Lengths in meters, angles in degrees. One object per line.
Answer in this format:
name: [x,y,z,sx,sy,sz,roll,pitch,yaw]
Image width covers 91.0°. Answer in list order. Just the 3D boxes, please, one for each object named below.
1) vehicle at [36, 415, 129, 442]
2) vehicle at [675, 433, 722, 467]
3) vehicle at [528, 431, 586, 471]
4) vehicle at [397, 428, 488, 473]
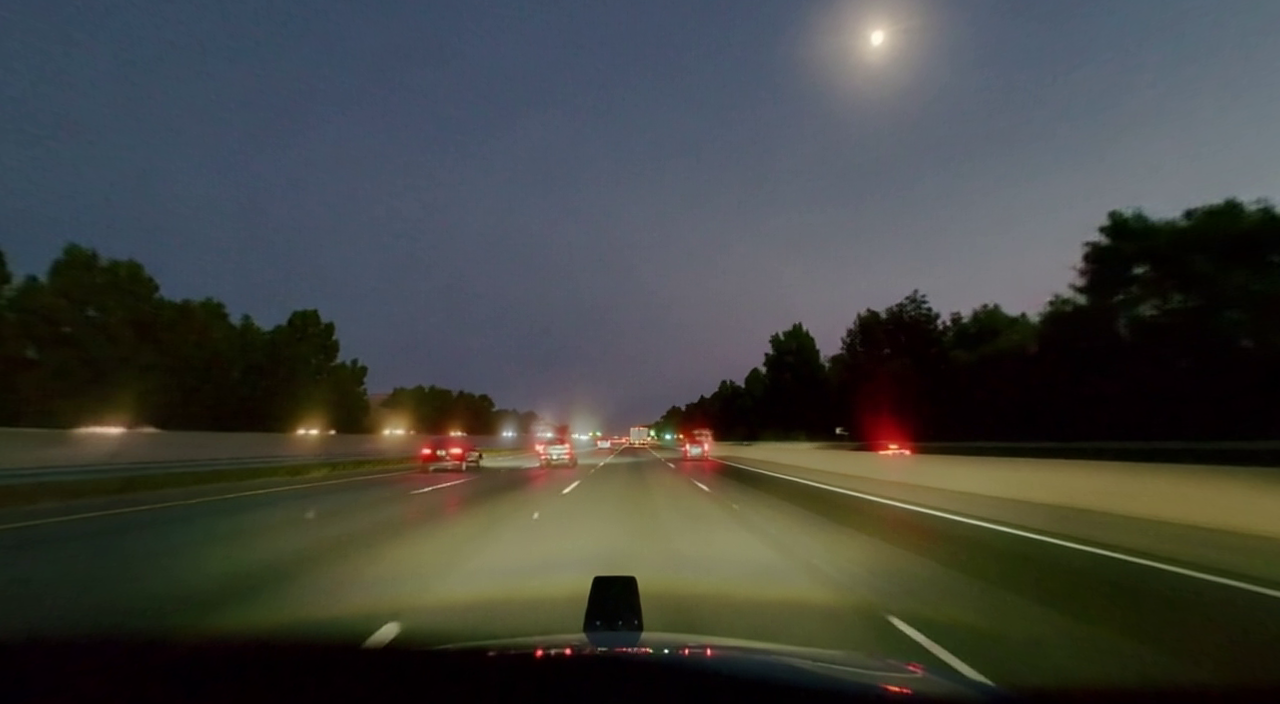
vehicle: [-31.903,4.433,36.161,1.800,1.439,3.761,0,-9,2]
vehicle: [3.086,5.297,33.953,2.053,1.698,4.097,0,-9,-1]
vehicle: [-3.643,4.462,28.446,2.002,1.680,4.301,0,-9,0]
vehicle: [-8.129,4.123,26.462,2.237,1.703,4.681,0,-9,0]
